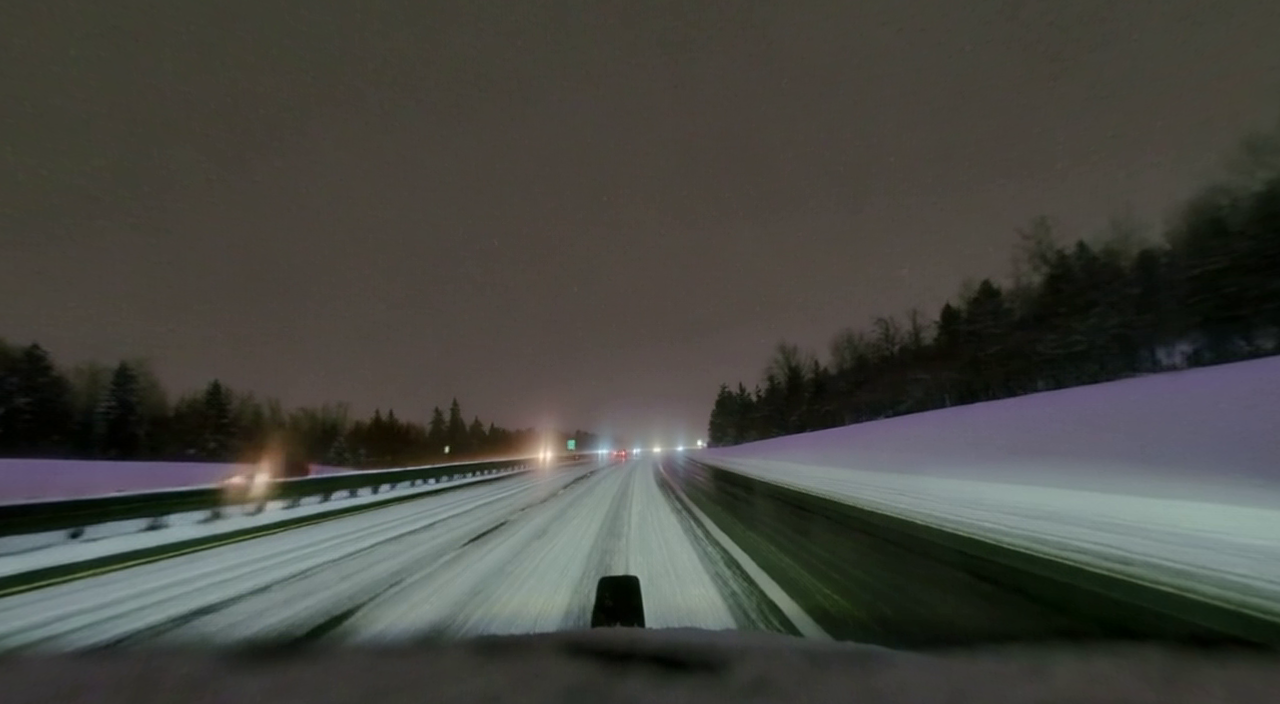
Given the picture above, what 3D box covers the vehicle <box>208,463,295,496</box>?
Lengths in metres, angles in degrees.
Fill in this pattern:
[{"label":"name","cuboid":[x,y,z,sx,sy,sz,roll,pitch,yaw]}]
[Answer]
[{"label":"vehicle","cuboid":[-20.838,6.835,33.810,1.872,1.532,4.234,-1,-9,1]}]
